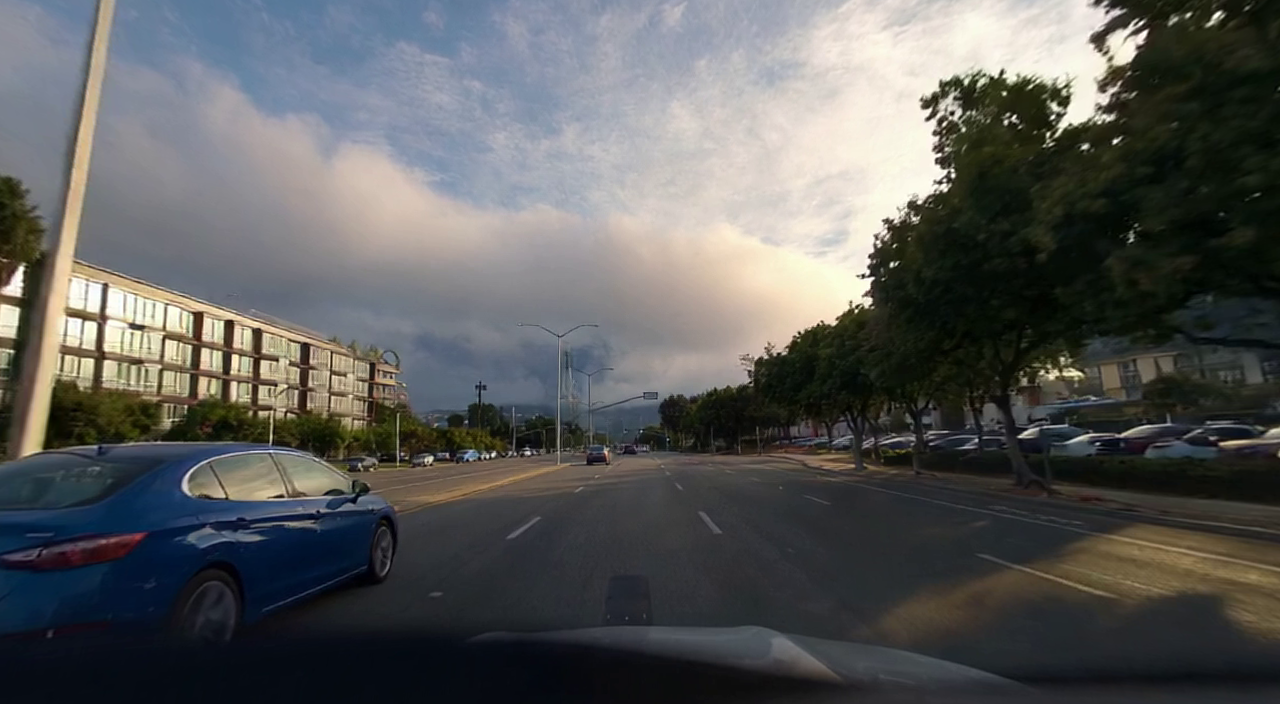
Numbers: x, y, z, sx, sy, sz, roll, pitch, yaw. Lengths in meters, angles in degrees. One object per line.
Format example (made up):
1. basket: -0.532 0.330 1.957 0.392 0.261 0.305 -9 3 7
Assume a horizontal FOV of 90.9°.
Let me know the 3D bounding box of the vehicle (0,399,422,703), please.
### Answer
1. vehicle: -3.398 1.309 4.500 2.009 1.489 4.543 -4 -8 1

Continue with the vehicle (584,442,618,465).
1. vehicle: -2.899 7.738 48.151 2.197 1.486 4.654 -4 -8 0
